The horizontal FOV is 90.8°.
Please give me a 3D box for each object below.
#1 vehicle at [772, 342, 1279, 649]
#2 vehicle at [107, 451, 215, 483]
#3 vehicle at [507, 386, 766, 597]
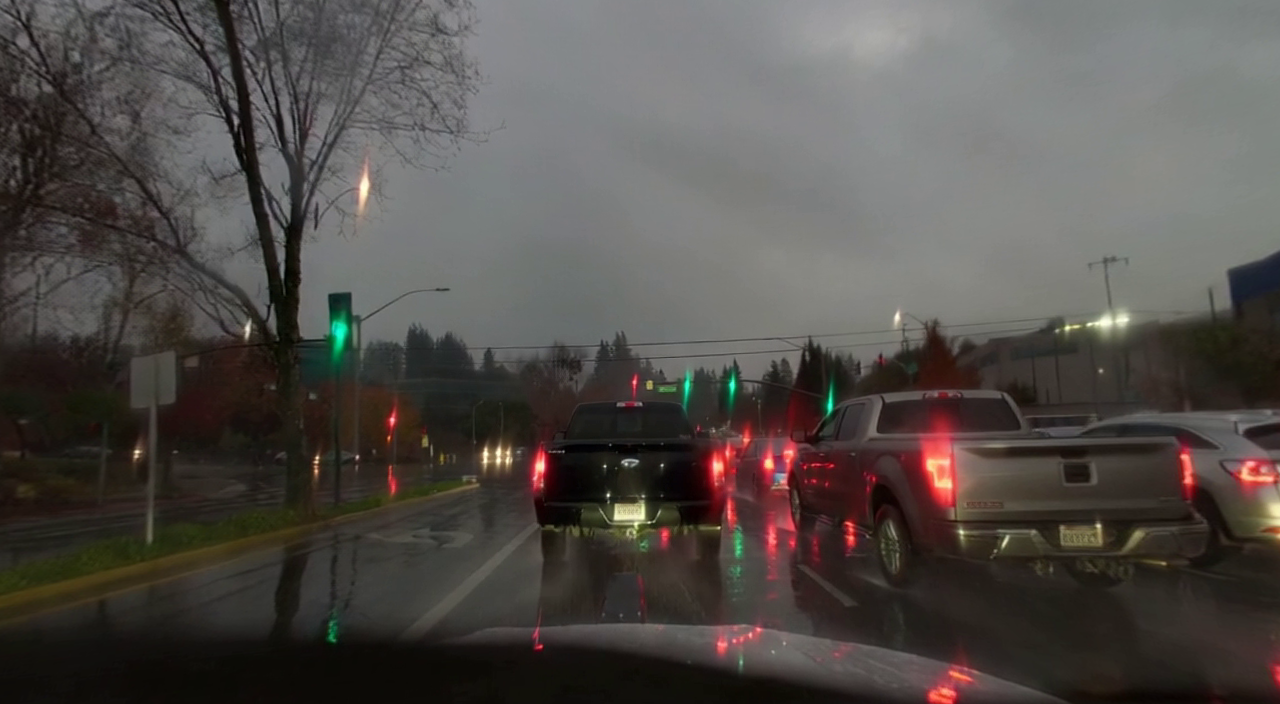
[{"bbox_3d":[3.321,1.321,6.927,2.412,1.953,5.682,0,-9,-1],"label":"vehicle"},{"bbox_3d":[-26.377,6.326,35.022,4.437,1.669,1.936,5,-10,-30],"label":"vehicle"},{"bbox_3d":[-0.063,1.577,8.055,2.240,1.821,5.001,0,-9,-1],"label":"vehicle"}]
